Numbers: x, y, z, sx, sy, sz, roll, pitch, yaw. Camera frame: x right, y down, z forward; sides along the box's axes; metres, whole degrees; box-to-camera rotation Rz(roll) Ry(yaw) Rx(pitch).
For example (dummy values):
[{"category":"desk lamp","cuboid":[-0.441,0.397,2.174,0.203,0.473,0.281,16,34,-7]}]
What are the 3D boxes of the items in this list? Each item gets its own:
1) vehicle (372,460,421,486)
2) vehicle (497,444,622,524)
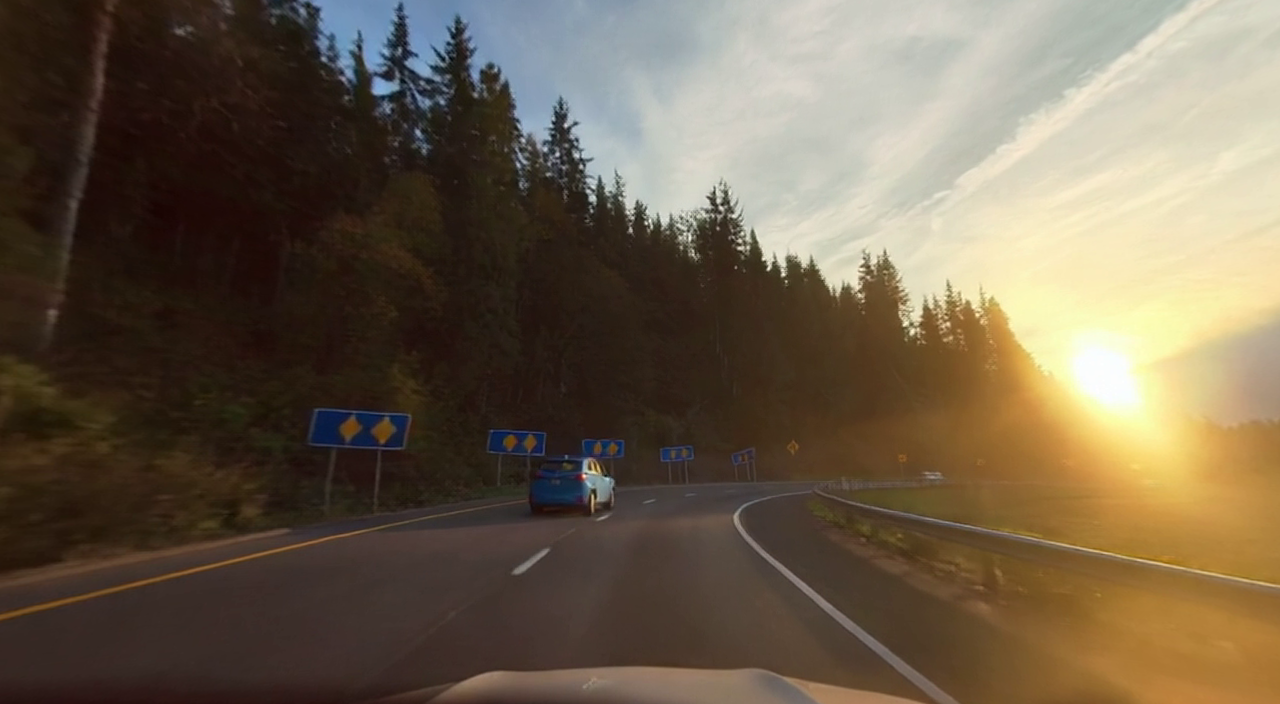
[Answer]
[{"category":"vehicle","cuboid":[-15.204,7.584,39.542,1.758,1.470,3.823,1,-10,-5]},{"category":"vehicle","cuboid":[-1.849,3.306,16.106,1.997,1.692,4.422,-1,-10,9]}]
